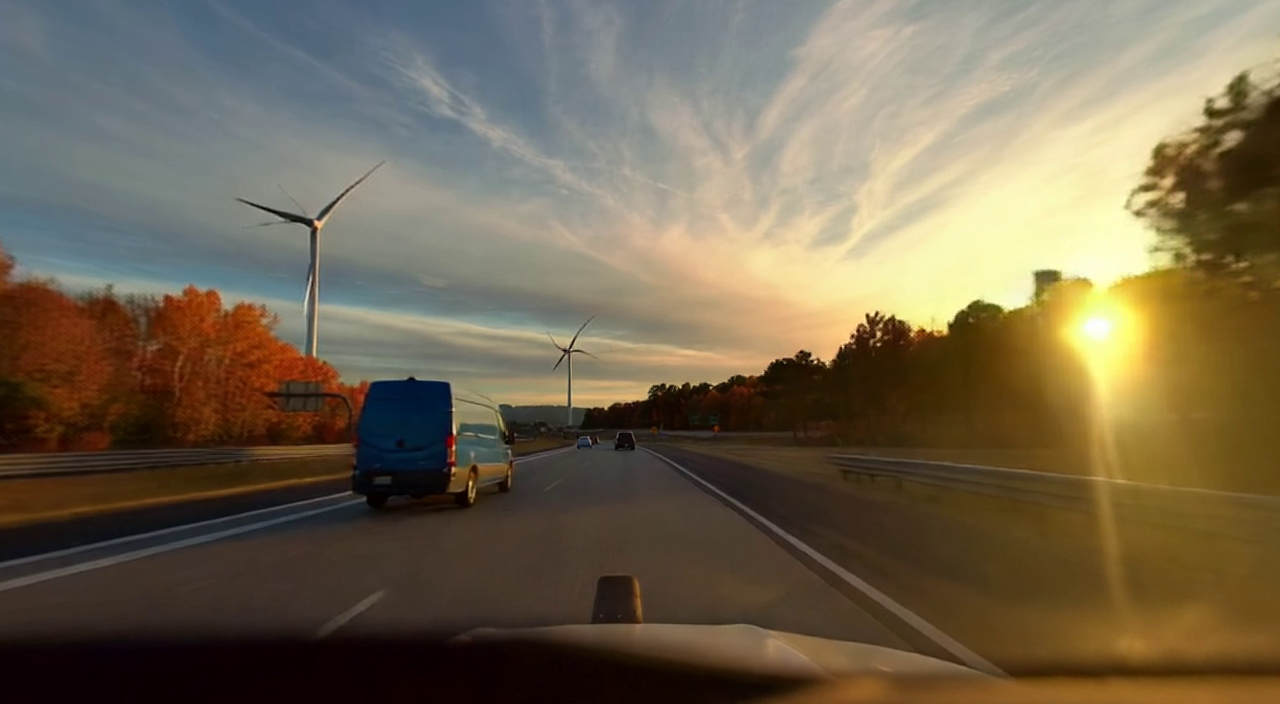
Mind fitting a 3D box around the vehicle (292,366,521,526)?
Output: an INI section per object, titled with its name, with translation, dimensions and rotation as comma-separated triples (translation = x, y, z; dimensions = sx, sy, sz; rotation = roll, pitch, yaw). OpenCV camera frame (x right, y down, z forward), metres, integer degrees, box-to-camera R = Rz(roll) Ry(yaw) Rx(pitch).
[vehicle]
translation = -3.899, 1.709, 11.790
dimensions = 2.303, 2.323, 5.089
rotation = 0, -8, 0
